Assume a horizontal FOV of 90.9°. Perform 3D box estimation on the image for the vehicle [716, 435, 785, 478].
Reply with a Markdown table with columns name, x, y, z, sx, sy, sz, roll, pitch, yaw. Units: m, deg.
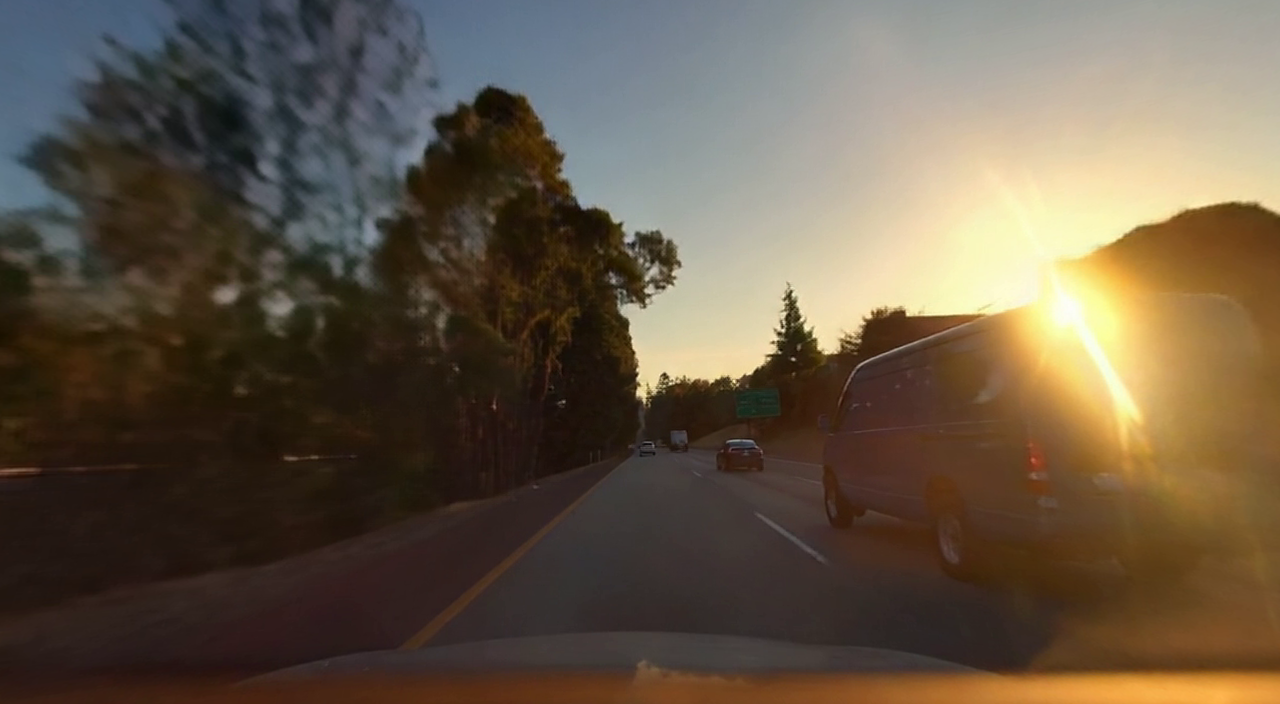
| name | x | y | z | sx | sy | sz | roll | pitch | yaw |
| --- | --- | --- | --- | --- | --- | --- | --- | --- | --- |
| vehicle | 4.510 | 4.329 | 26.410 | 2.034 | 1.651 | 4.342 | 0 | -8 | 0 |

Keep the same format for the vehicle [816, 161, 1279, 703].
| name | x | y | z | sx | sy | sz | roll | pitch | yaw |
| --- | --- | --- | --- | --- | --- | --- | --- | --- | --- |
| vehicle | 3.637 | 0.783 | 5.920 | 2.302 | 2.670 | 5.912 | 0 | -8 | 1 |

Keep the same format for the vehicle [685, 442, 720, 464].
| name | x | y | z | sx | sy | sz | roll | pitch | yaw |
| --- | --- | --- | --- | --- | --- | --- | --- | --- | --- |
| vehicle | 4.410 | 7.244 | 45.361 | 2.050 | 1.448 | 4.123 | 0 | -8 | -1 |

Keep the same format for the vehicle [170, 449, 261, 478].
| name | x | y | z | sx | sy | sz | roll | pitch | yaw |
| --- | --- | --- | --- | --- | --- | --- | --- | --- | --- |
| vehicle | -23.860 | 6.276 | 35.653 | 1.857 | 1.468 | 4.670 | 0 | -8 | 1 |
